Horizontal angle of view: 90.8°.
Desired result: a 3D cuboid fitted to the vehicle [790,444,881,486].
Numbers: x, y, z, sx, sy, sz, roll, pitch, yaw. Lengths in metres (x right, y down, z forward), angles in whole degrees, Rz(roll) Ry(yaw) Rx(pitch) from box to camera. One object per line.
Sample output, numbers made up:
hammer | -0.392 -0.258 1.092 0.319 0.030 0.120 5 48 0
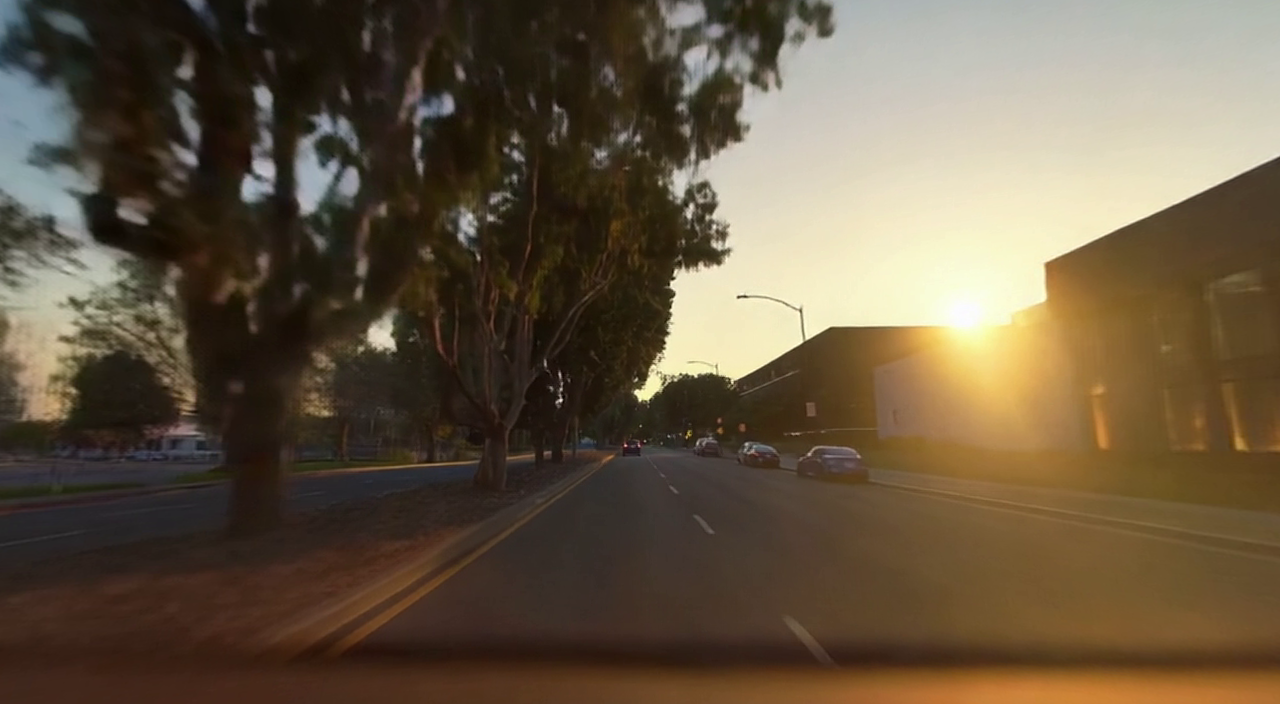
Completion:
vehicle | 7.435 4.316 24.546 1.991 1.446 4.685 0 -8 -1

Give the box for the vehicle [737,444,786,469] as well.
vehicle | 7.428 6.434 39.110 2.024 1.447 4.665 0 -8 -1
